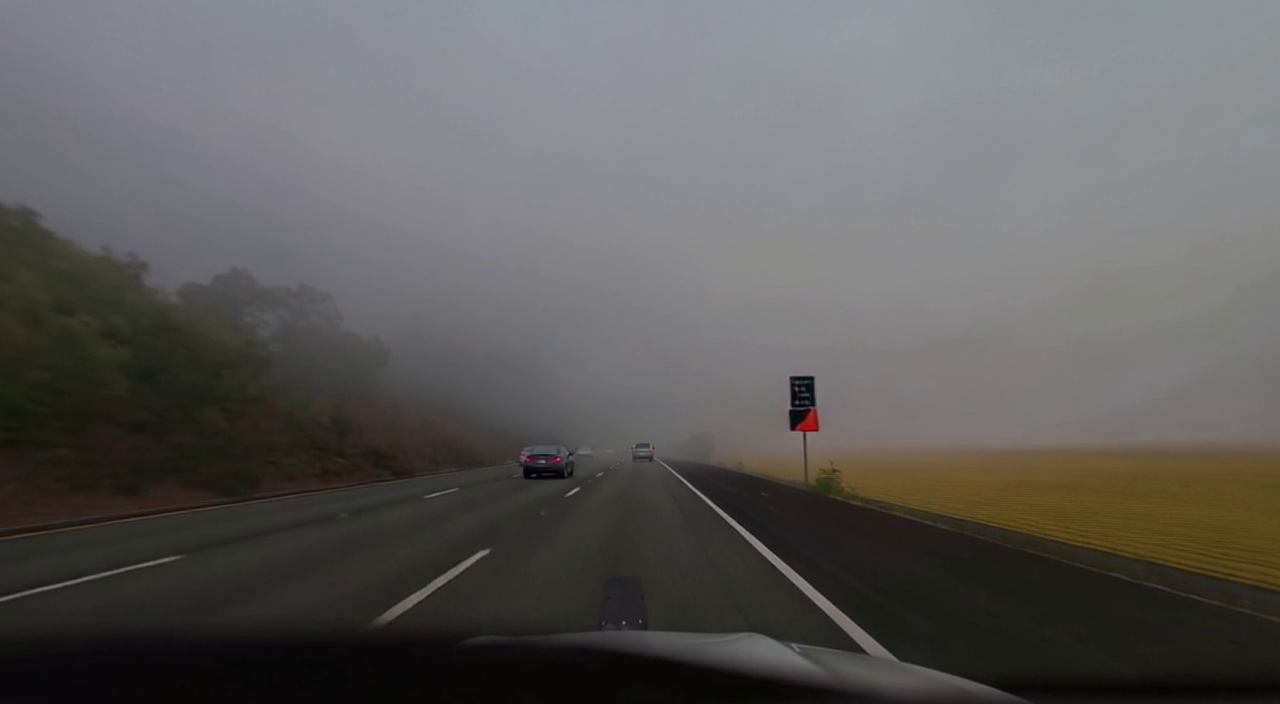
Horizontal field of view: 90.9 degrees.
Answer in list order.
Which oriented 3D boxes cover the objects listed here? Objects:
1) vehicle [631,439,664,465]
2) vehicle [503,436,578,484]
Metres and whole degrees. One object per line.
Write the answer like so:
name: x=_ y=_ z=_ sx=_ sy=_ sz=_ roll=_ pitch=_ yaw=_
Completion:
vehicle: x=0.511 y=7.026 z=44.405 sx=2.259 sy=1.697 sz=4.106 roll=0 pitch=-8 yaw=0
vehicle: x=-3.666 y=4.066 z=24.054 sx=2.028 sy=1.634 sz=4.441 roll=0 pitch=-8 yaw=1
